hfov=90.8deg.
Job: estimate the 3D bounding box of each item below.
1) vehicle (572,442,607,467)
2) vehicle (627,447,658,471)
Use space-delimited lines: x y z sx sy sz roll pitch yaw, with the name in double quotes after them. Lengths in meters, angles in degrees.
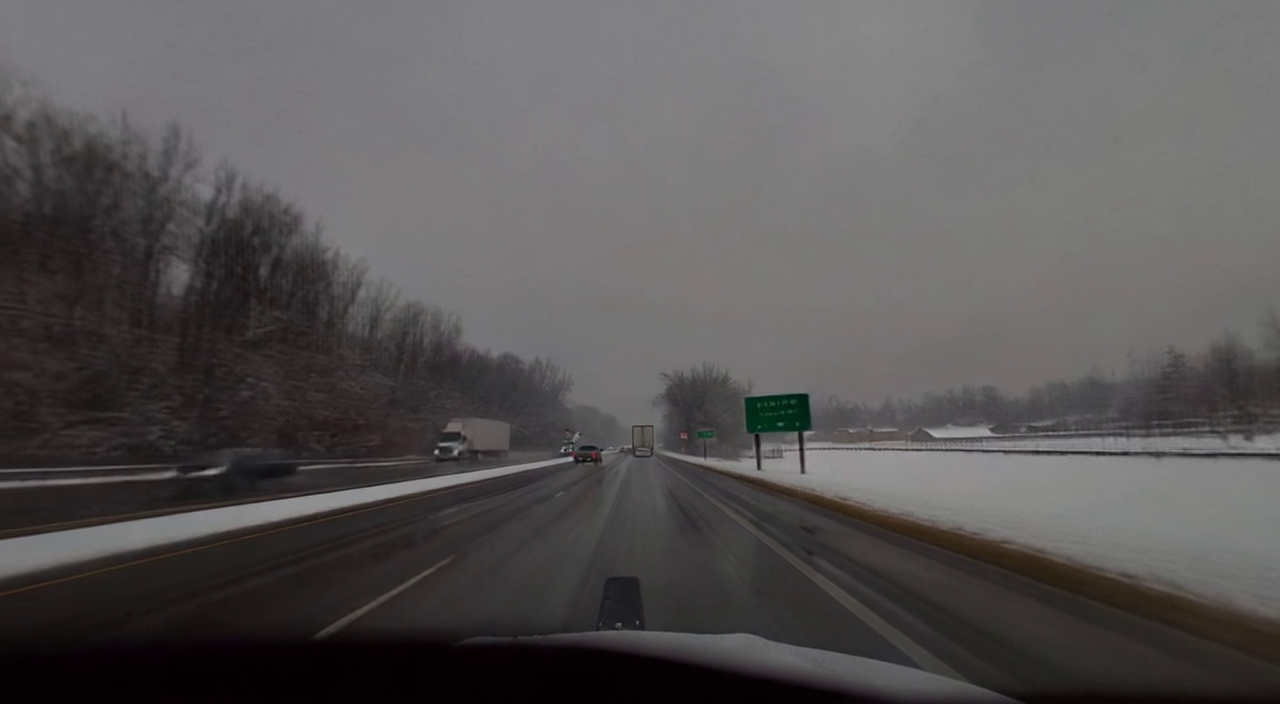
-3.644 7.533 46.268 2.097 1.722 4.808 0 -9 1 "vehicle"
0.150 6.714 39.686 1.853 1.436 3.438 0 -9 0 "vehicle"
